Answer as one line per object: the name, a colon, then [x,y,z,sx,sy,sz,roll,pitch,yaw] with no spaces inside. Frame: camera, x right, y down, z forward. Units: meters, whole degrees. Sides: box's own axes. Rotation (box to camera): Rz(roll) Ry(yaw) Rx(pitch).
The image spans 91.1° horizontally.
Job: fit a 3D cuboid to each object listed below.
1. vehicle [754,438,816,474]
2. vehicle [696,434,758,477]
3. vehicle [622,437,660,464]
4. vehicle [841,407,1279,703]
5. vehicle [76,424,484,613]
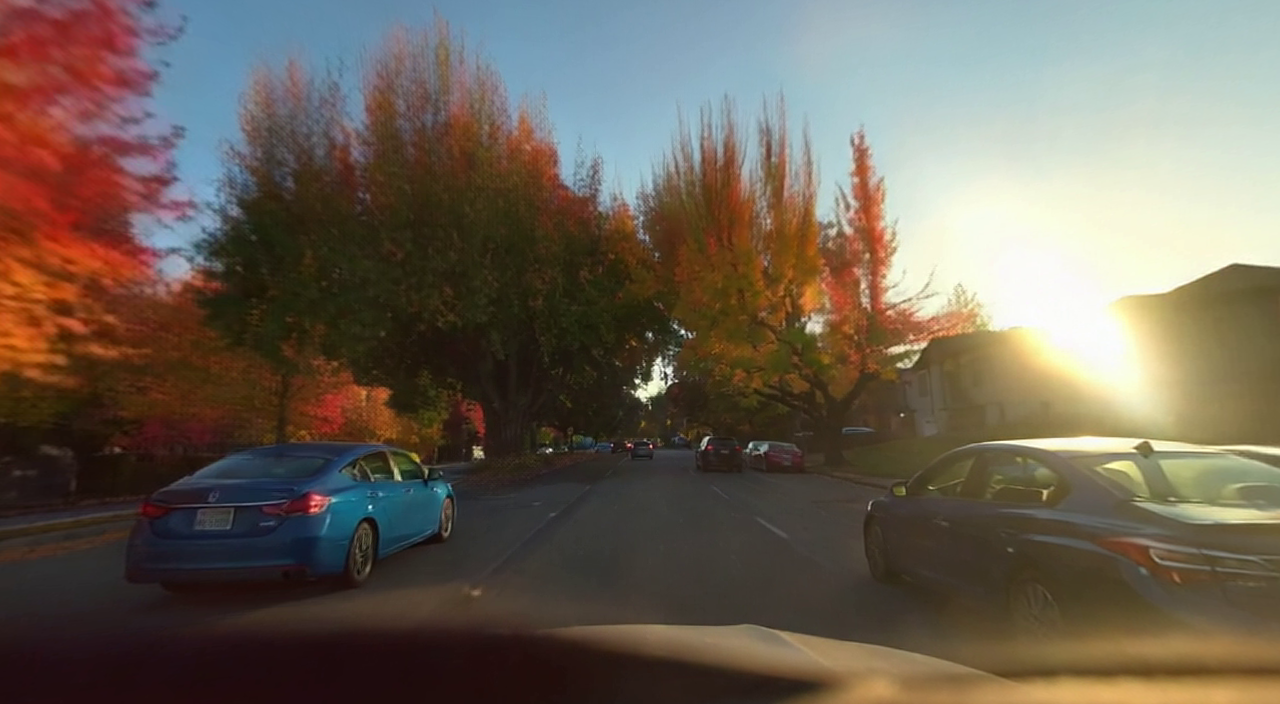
vehicle: [7.078,5.108,31.102,1.933,1.647,4.487,0,-8,-1]
vehicle: [3.622,4.402,26.933,2.019,1.675,4.488,0,-8,0]
vehicle: [0.086,6.289,40.199,2.293,1.662,4.262,0,-8,1]
vehicle: [3.304,1.293,4.820,2.060,1.474,4.475,0,-8,0]
vehicle: [-3.442,1.659,7.325,1.997,1.479,4.547,0,-8,1]
